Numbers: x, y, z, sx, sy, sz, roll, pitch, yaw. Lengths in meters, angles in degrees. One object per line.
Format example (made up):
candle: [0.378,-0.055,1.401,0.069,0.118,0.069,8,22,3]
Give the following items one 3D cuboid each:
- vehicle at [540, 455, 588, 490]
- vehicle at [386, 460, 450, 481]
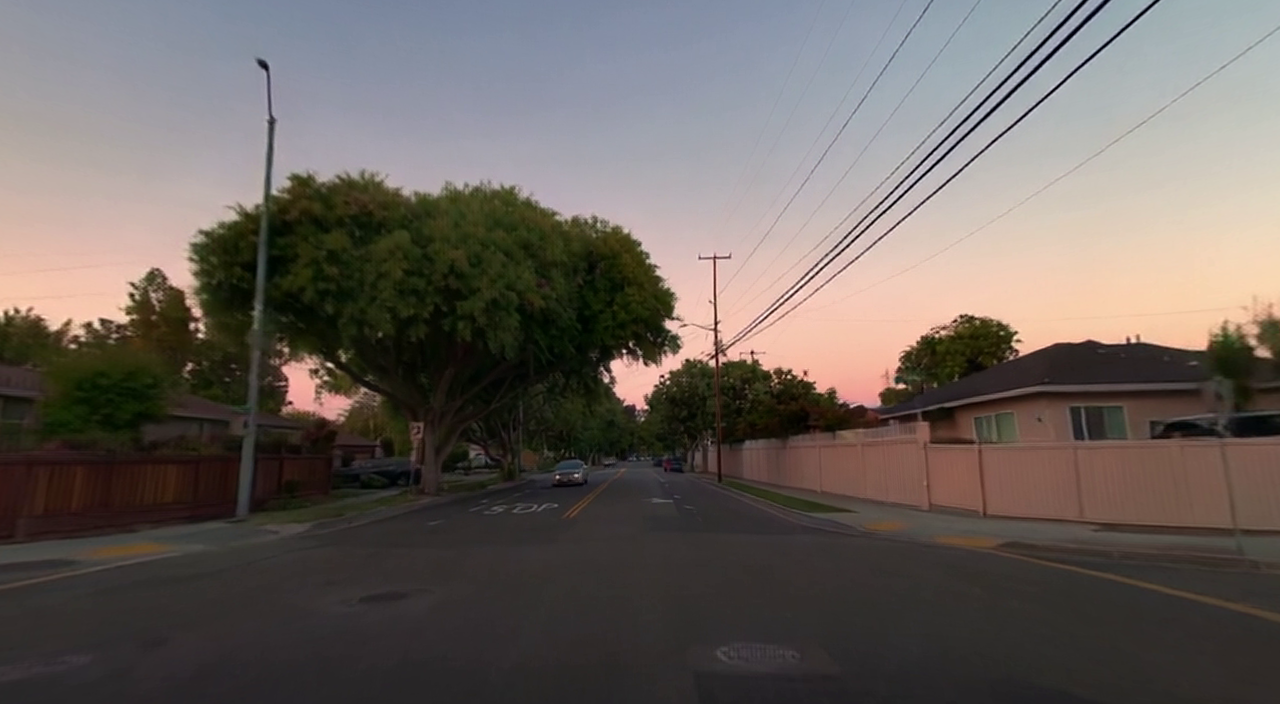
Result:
vehicle: [-3.888,6.239,32.979,1.935,1.595,3.972,0,-9,1]
vehicle: [-16.707,8.944,47.736,4.199,1.510,2.058,2,-9,-10]
